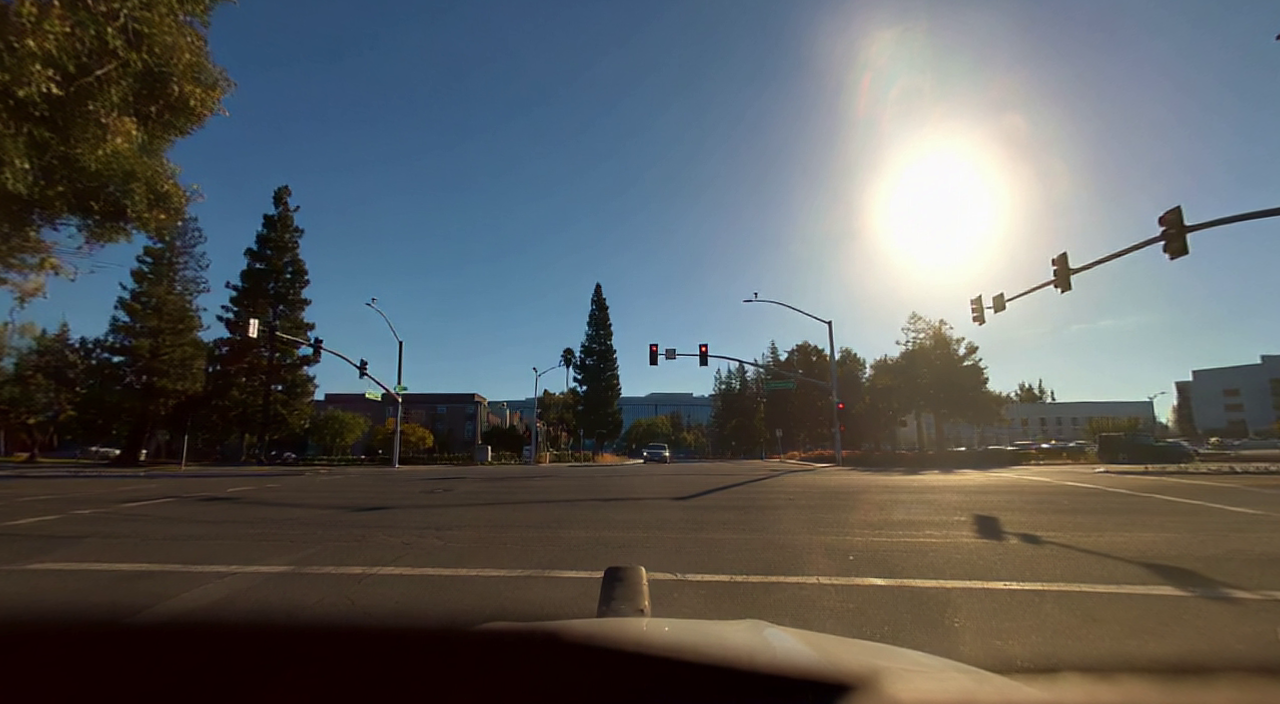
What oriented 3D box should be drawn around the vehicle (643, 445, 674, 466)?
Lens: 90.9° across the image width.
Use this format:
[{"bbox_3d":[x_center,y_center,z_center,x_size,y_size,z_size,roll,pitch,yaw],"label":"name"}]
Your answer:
[{"bbox_3d":[1.310,7.620,46.462,2.132,1.449,4.235,0,-9,0],"label":"vehicle"}]
